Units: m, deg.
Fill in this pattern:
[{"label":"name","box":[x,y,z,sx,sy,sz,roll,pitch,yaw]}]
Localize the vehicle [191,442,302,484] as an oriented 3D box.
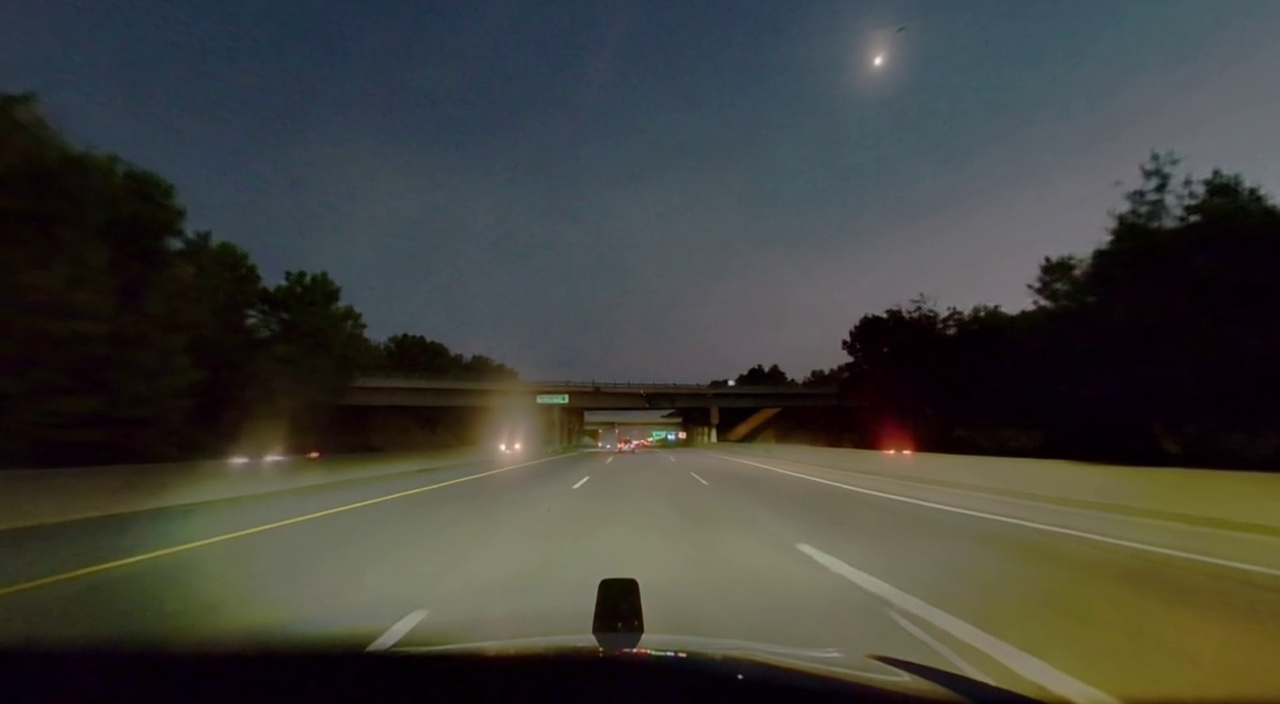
[{"label":"vehicle","box":[-16.347,4.605,26.467,1.976,1.573,4.201,0,-8,-1]}]
